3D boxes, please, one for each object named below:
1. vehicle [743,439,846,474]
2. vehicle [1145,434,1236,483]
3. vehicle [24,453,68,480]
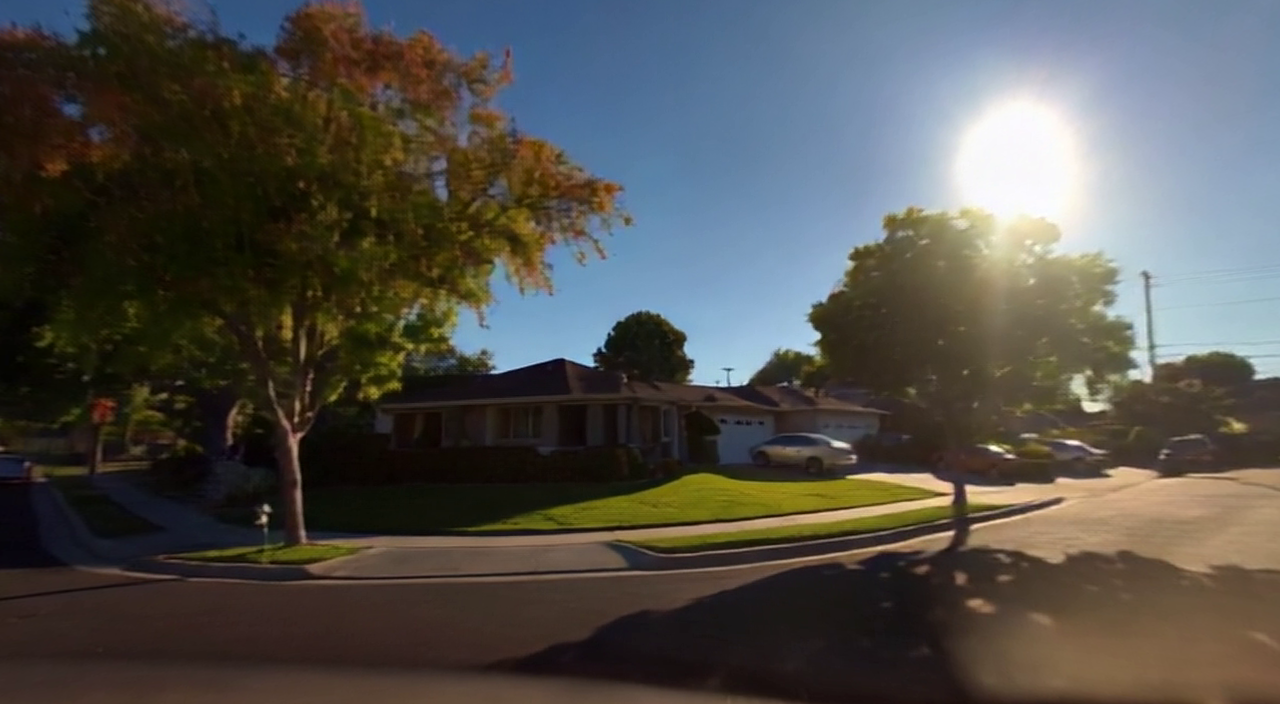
[{"bbox_3d":[7.177,4.880,29.690,1.844,1.495,4.404,7,-11,-42],"label":"vehicle"},{"bbox_3d":[24.022,4.623,27.516,4.675,1.834,2.208,8,-16,-43],"label":"vehicle"},{"bbox_3d":[-41.048,7.883,43.749,2.011,1.483,4.620,5,-8,-41],"label":"vehicle"}]
